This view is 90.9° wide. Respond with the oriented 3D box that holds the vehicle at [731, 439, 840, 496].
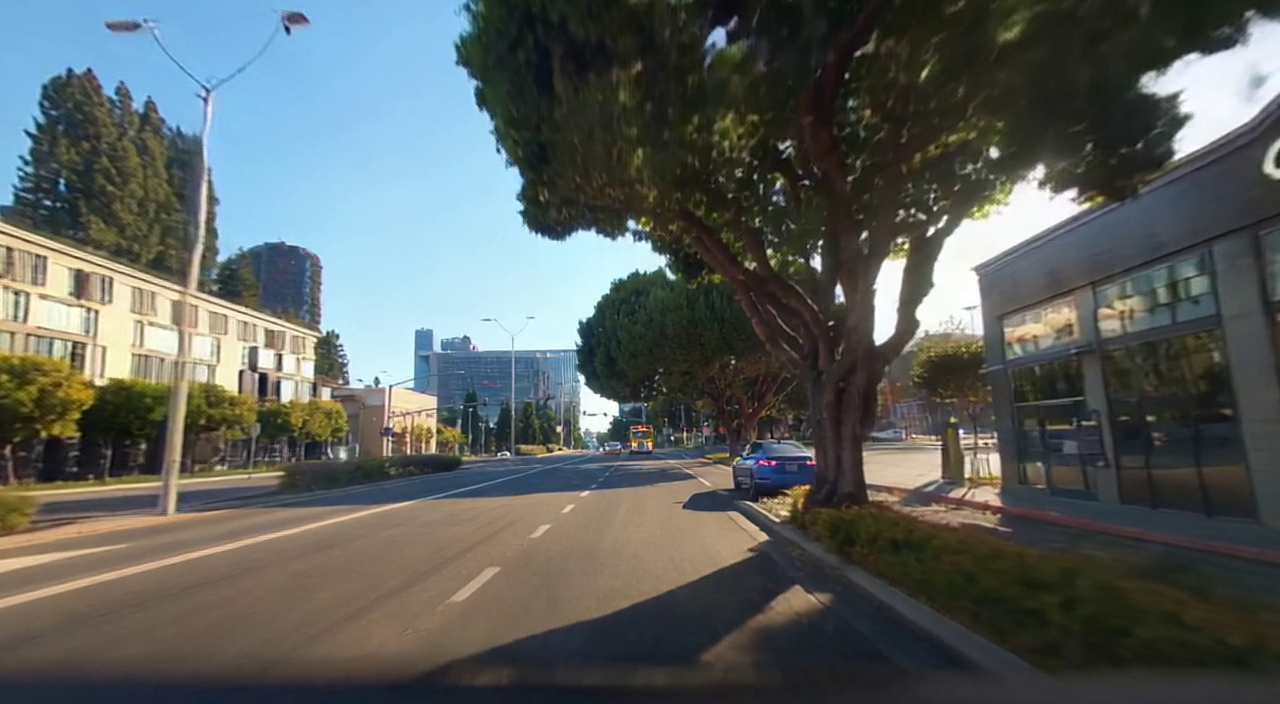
[{"bbox_3d":[4.055,3.299,18.462,2.005,1.442,4.675,0,-8,-1],"label":"vehicle"}]
